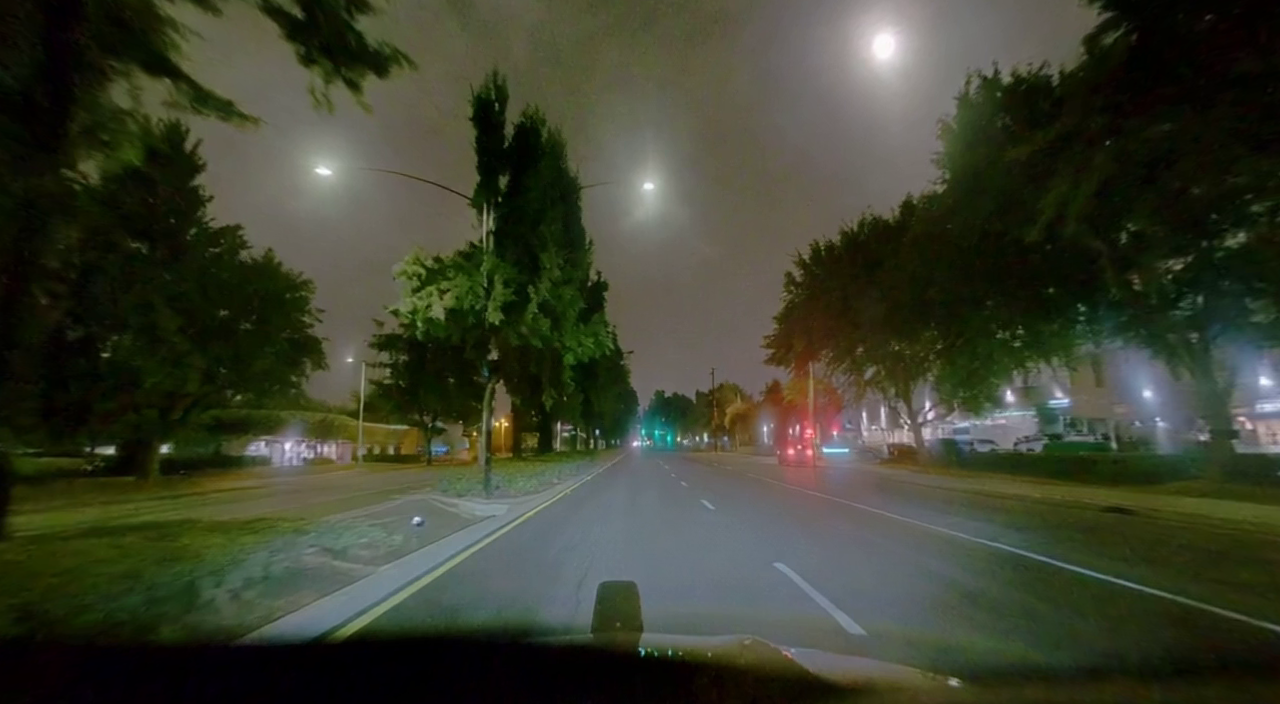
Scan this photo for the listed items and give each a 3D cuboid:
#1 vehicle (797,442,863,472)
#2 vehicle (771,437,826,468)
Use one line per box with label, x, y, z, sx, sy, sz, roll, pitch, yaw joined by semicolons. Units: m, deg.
vehicle;9.964;5.541;33.505;1.885;1.461;4.751;0;-9;-2
vehicle;9.813;6.260;39.420;2.159;1.767;4.617;0;-9;-1
